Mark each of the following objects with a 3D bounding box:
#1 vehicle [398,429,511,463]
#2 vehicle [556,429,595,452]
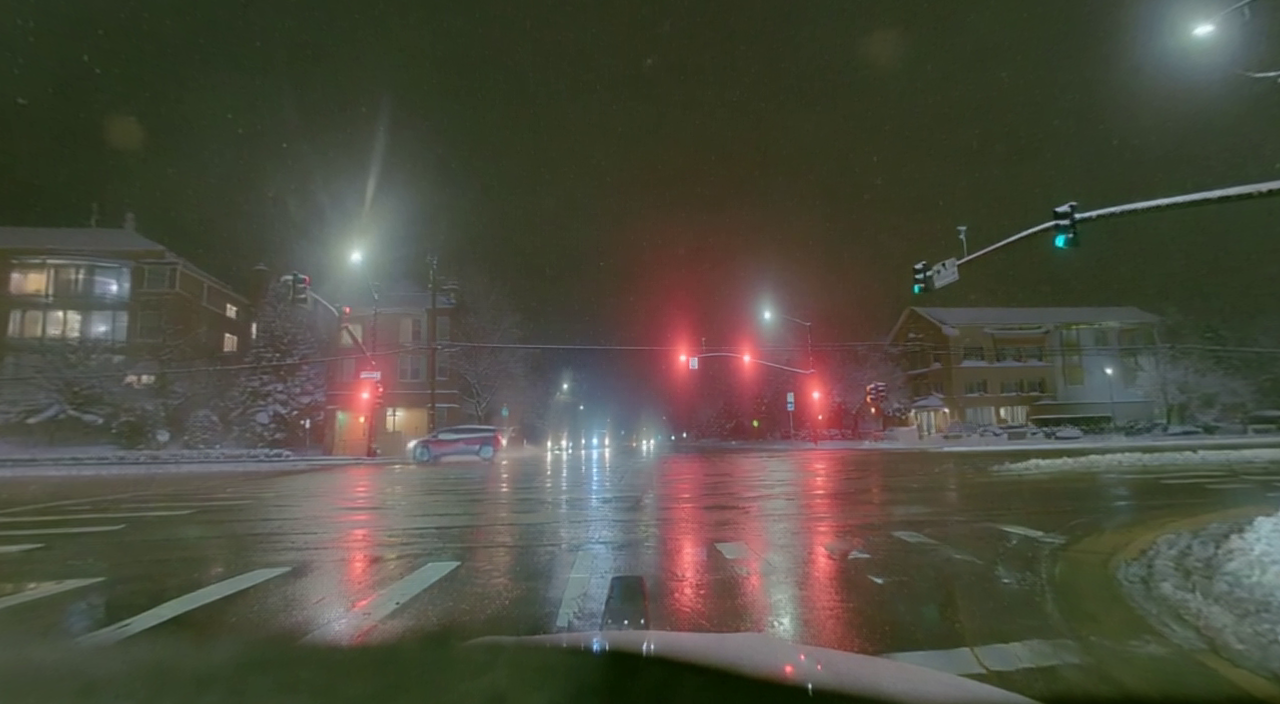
[{"bbox_3d":[-8.057,4.124,27.740,4.510,1.431,1.884,1,-9,-9],"label":"vehicle"},{"bbox_3d":[-4.392,6.164,43.762,1.919,1.467,4.086,-1,-9,5],"label":"vehicle"}]
